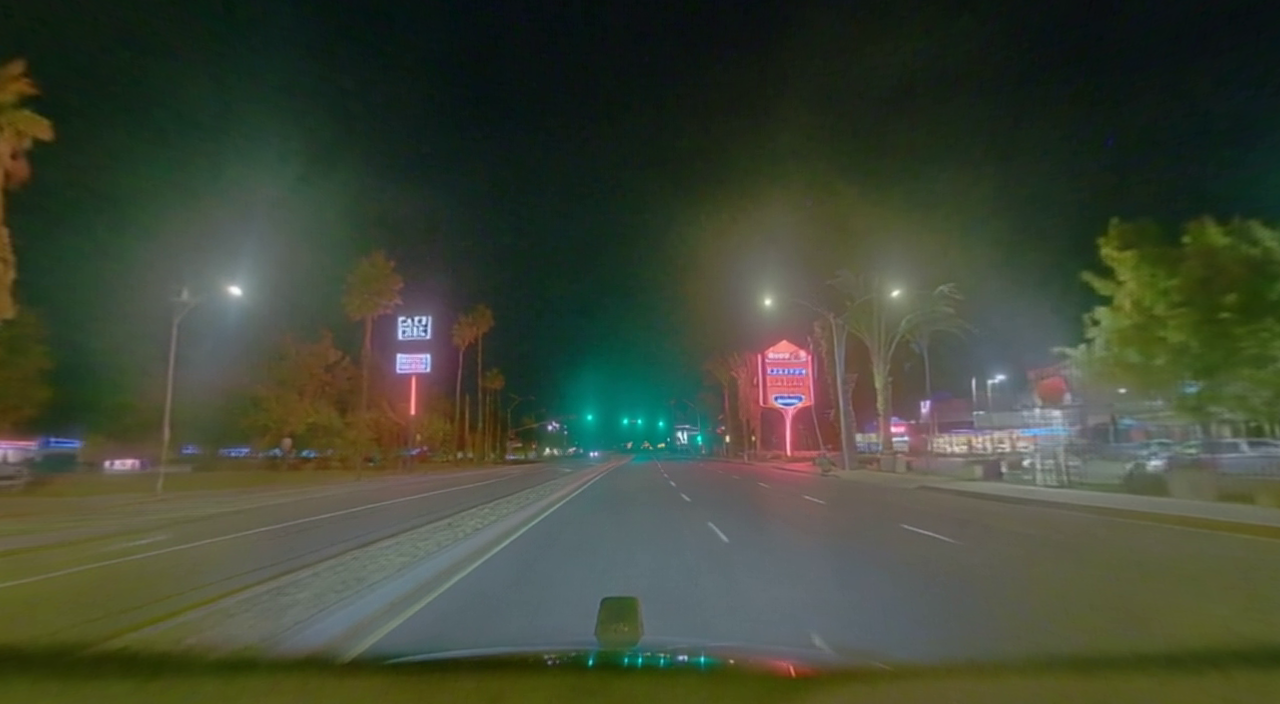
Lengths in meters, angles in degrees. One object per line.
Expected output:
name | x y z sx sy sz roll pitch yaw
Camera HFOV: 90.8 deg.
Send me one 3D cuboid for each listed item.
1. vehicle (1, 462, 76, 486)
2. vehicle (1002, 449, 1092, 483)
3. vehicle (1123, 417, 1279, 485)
vehicle | -42.176 8.511 44.294 4.558 1.473 2.088 -4 -9 24
vehicle | 22.444 6.279 35.075 1.996 1.683 4.379 0 -8 -1
vehicle | 21.307 3.436 22.064 6.489 2.179 2.882 0 -9 -1
